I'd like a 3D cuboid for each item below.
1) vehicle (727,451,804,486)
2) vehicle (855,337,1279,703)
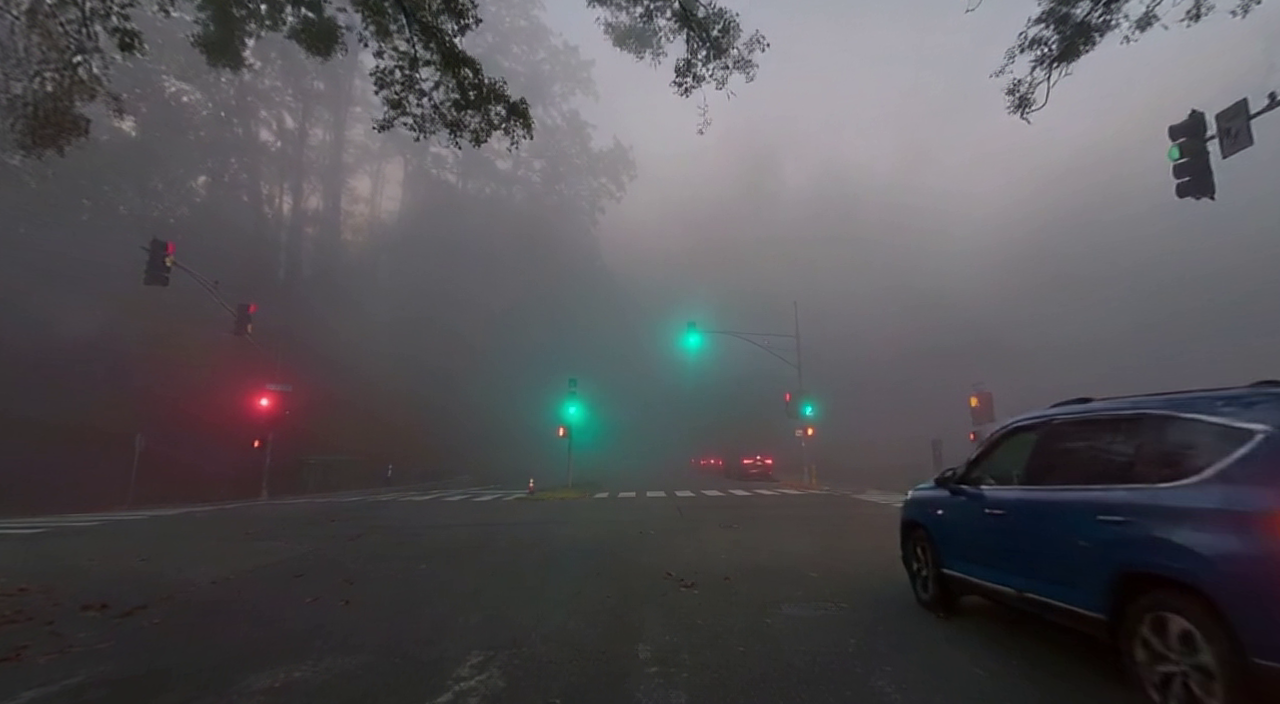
[{"bbox_3d":[8.844,8.261,45.426,2.771,2.214,7.159,2,-9,-12],"label":"vehicle"},{"bbox_3d":[3.205,1.019,3.691,2.140,1.655,4.786,0,-8,-1],"label":"vehicle"}]
